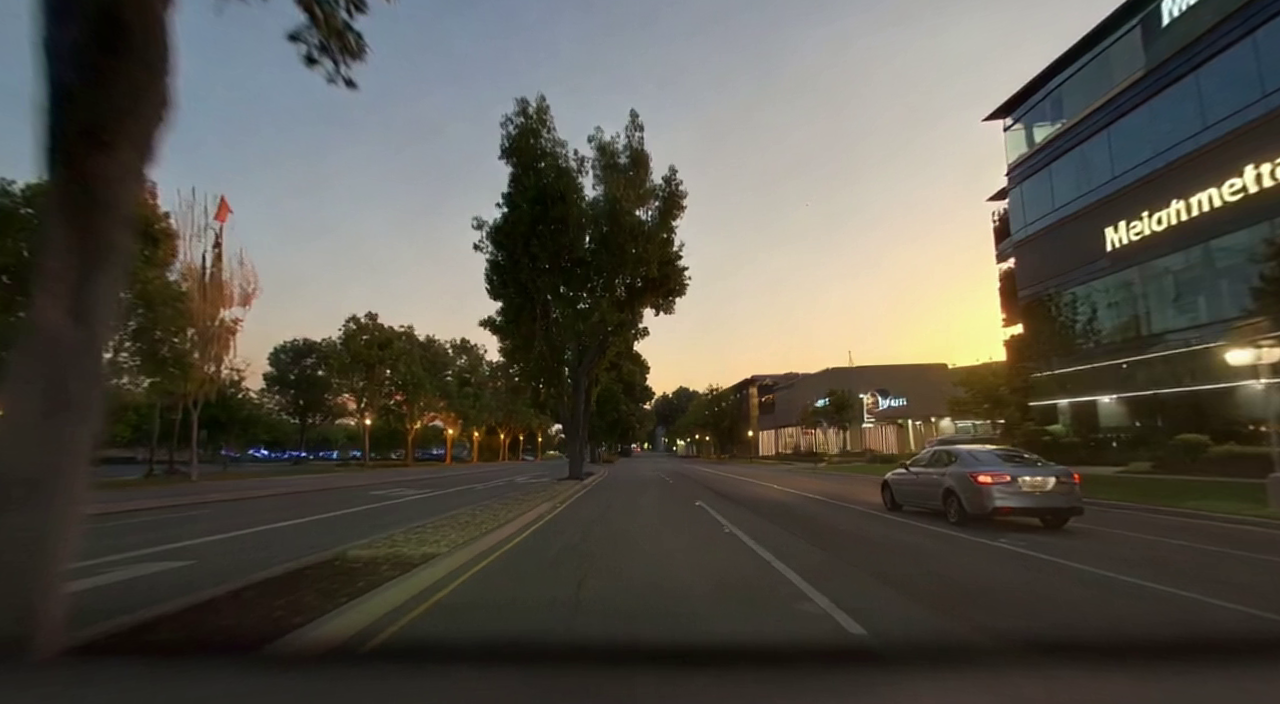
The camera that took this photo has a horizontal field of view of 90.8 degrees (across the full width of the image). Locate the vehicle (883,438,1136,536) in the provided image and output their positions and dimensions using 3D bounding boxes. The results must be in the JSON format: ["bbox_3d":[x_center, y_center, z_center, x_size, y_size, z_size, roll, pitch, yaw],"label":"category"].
[{"bbox_3d":[6.689,2.456,12.249,1.913,1.504,4.738,0,-8,-2],"label":"vehicle"}]
